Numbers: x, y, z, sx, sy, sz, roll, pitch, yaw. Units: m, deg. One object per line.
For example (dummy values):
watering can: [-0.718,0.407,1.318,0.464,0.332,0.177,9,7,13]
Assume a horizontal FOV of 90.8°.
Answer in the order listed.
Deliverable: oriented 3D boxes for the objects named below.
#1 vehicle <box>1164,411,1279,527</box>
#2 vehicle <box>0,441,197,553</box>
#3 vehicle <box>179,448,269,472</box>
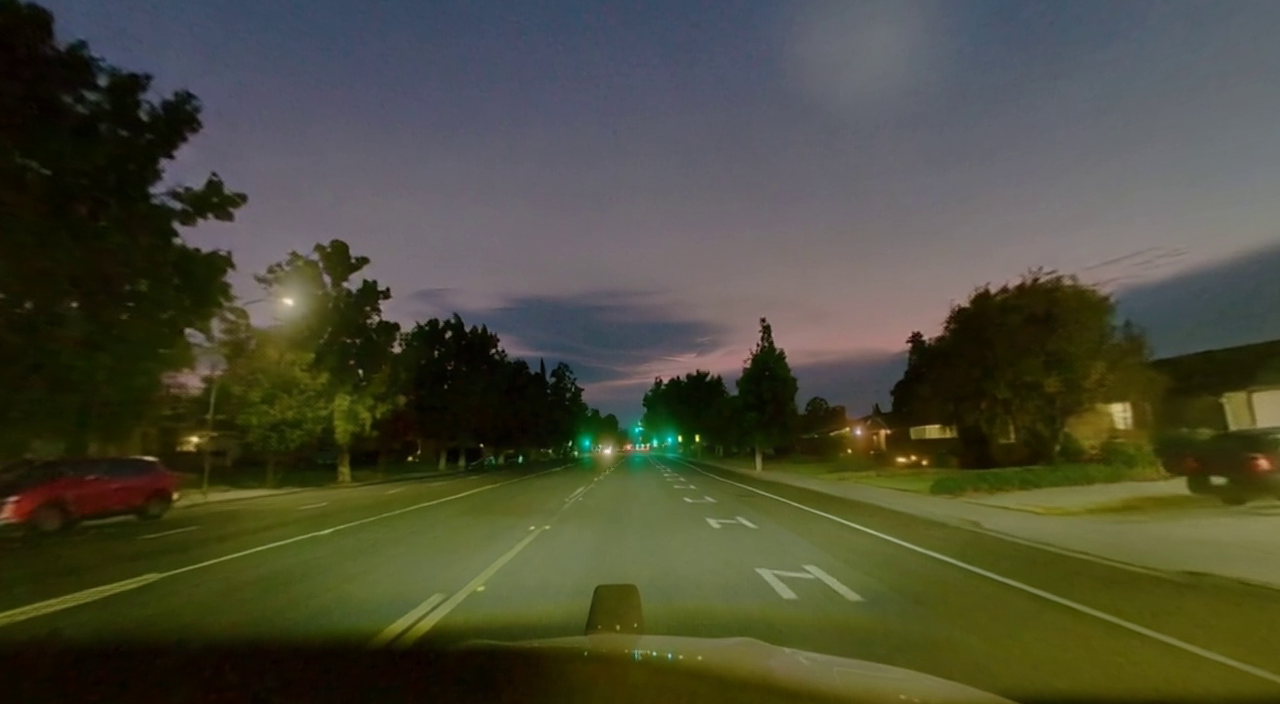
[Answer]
vehicle: [12.337,1.947,11.263,4.194,1.850,1.951,-2,-8,-3]
vehicle: [-12.121,2.876,13.364,2.105,1.930,4.541,0,-9,0]
vehicle: [-27.865,7.225,42.395,4.551,1.556,2.061,0,-9,-1]
